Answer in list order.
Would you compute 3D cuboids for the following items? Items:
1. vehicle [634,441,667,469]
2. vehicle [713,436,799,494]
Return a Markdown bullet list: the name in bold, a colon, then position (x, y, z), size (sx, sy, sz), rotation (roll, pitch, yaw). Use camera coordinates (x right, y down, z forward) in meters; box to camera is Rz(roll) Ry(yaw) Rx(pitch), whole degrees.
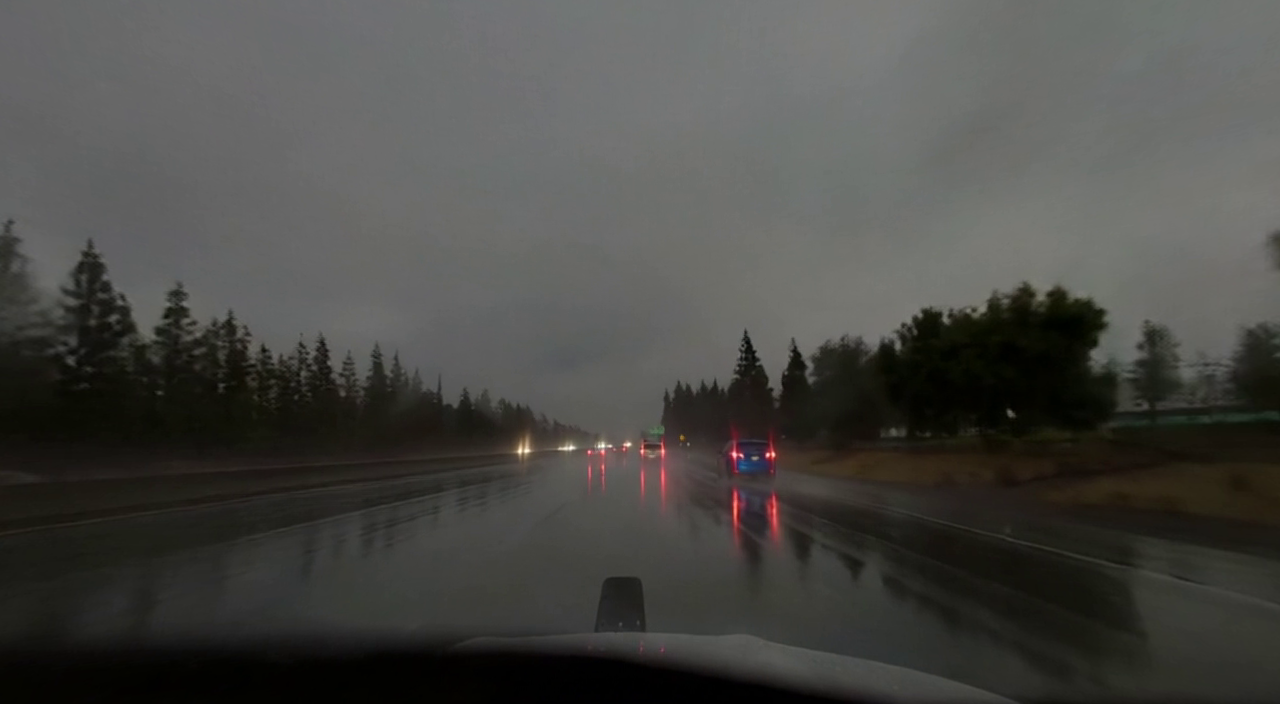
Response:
- **vehicle**: position (0.703, 7.263, 44.547), size (2.205, 1.785, 4.423), rotation (0, -9, 0)
- **vehicle**: position (3.764, 3.745, 21.314), size (2.082, 1.720, 4.393), rotation (0, -9, 0)
